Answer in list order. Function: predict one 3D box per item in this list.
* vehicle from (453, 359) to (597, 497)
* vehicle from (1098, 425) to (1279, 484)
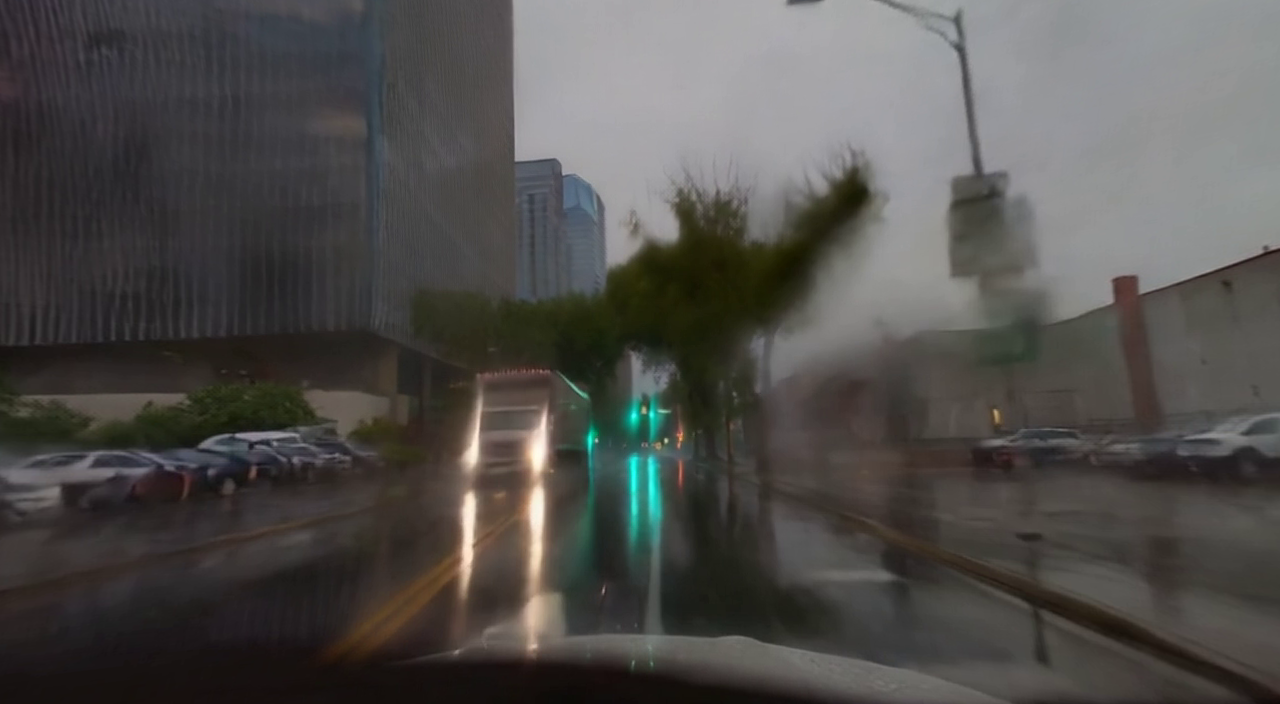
[{"bbox_3d":[-4.162,3.541,27.730,3.160,4.343,15.392,0,-9,1],"label":"vehicle"},{"bbox_3d":[15.957,2.931,18.072,4.061,1.590,1.862,0,-8,1],"label":"vehicle"}]
